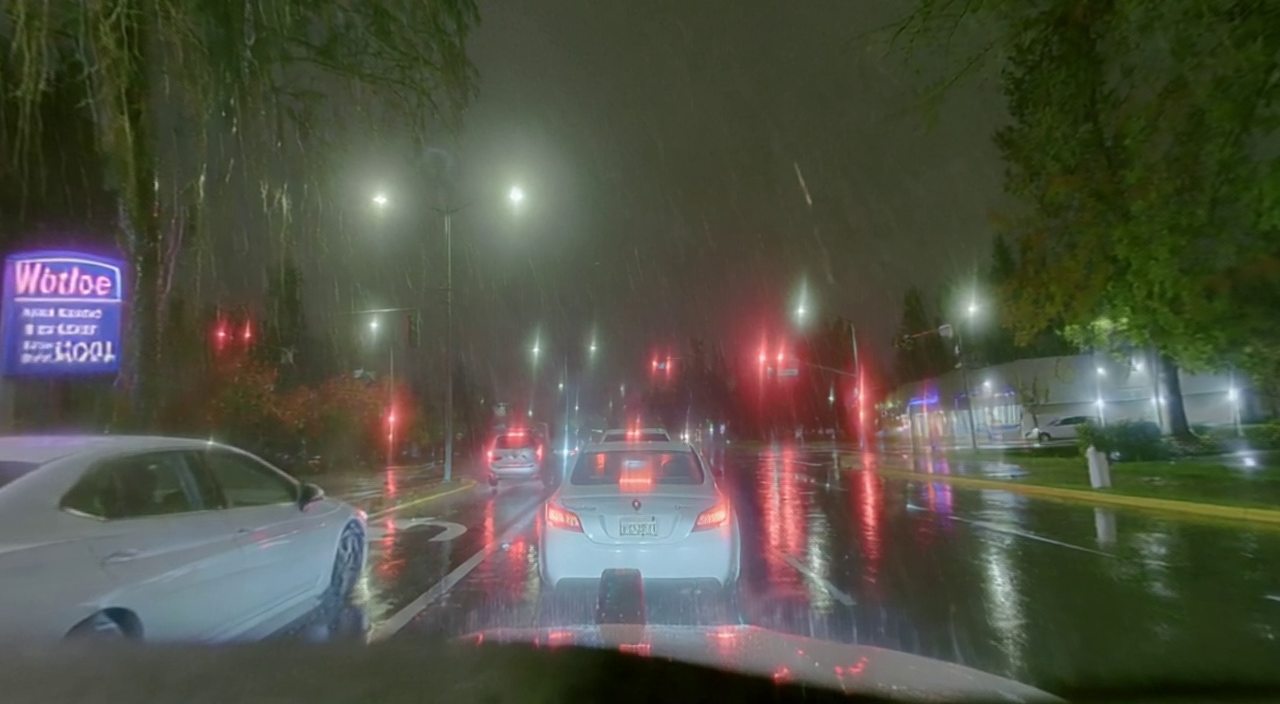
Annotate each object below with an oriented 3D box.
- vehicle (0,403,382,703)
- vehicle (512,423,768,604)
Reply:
[{"bbox_3d":[-3.499,1.156,3.859,1.961,1.487,4.453,0,-8,0],"label":"vehicle"},{"bbox_3d":[-0.059,1.635,7.302,2.126,1.475,3.967,0,-8,-2],"label":"vehicle"}]
